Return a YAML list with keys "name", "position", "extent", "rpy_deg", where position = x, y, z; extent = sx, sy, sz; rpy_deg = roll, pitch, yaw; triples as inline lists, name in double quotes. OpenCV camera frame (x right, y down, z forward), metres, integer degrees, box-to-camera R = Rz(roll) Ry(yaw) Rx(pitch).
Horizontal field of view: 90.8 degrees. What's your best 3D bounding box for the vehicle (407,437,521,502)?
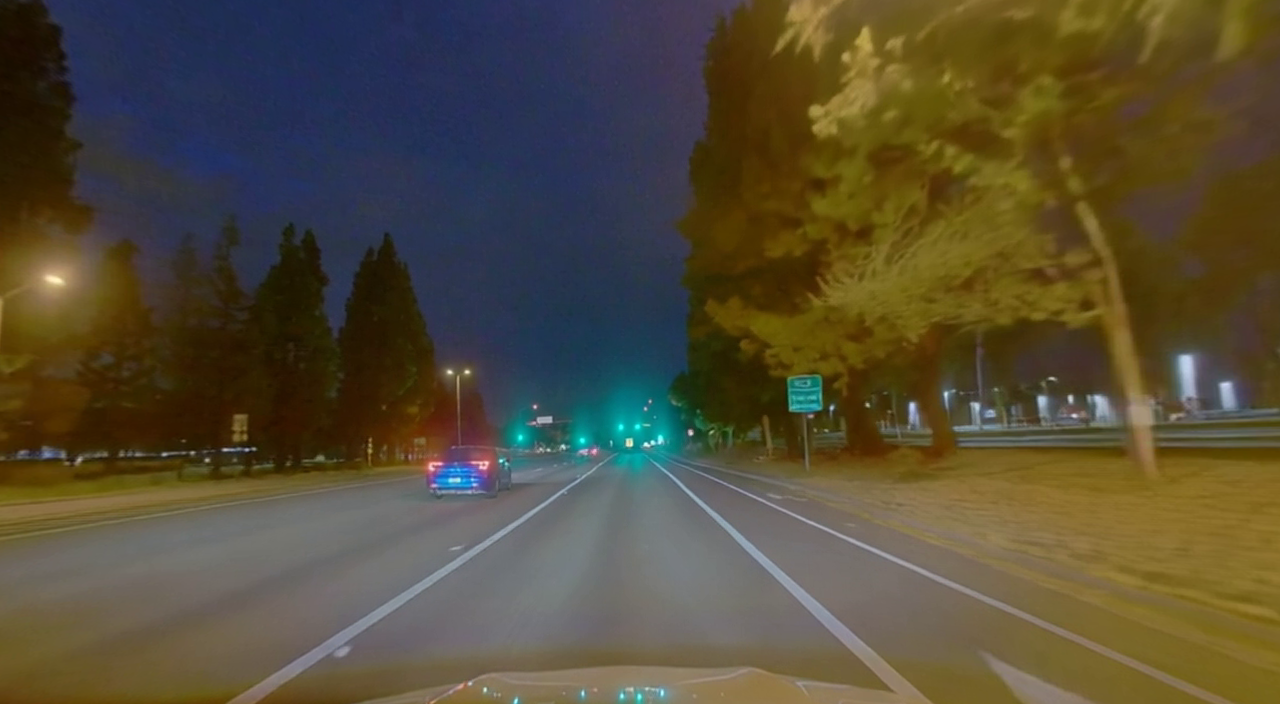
- name: "vehicle"
  position: [-4.485, 3.041, 16.796]
  extent: [1.964, 1.472, 4.078]
  rpy_deg: [0, -8, -2]
